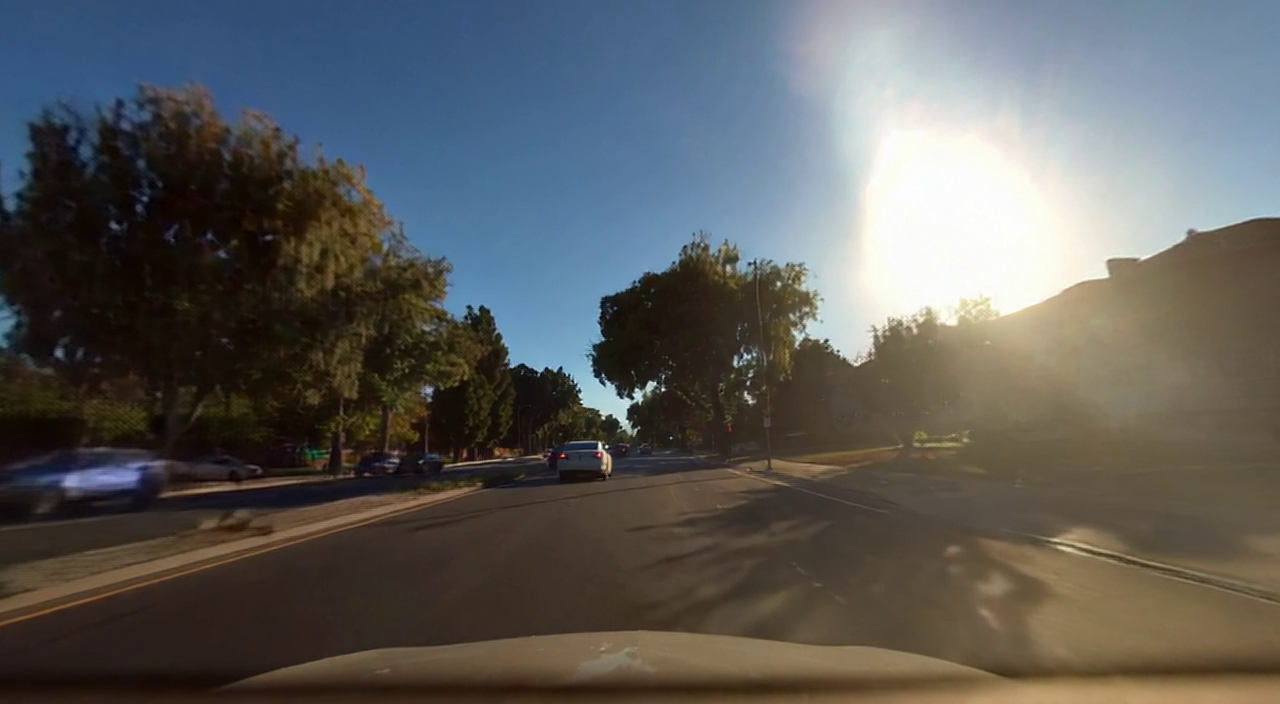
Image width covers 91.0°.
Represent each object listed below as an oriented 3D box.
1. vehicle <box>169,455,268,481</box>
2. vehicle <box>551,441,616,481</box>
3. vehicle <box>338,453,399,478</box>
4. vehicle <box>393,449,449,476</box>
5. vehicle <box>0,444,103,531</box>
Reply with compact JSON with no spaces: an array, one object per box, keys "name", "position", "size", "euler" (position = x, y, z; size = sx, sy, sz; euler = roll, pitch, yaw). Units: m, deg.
[{"name":"vehicle","position":[-25.944,7.145,38.903],"size":[4.586,1.492,1.884],"euler":[1,-9,-8]},{"name":"vehicle","position":[-2.221,4.488,26.125],"size":[2.106,1.517,4.375],"euler":[-1,-9,3]},{"name":"vehicle","position":[-17.375,7.258,40.515],"size":[1.945,1.520,4.403],"euler":[0,-9,0]},{"name":"vehicle","position":[-13.662,6.906,39.620],"size":[1.939,1.537,4.269],"euler":[0,-9,1]},{"name":"vehicle","position":[-13.939,2.747,12.749],"size":[2.059,1.734,4.559],"euler":[0,-9,0]}]
